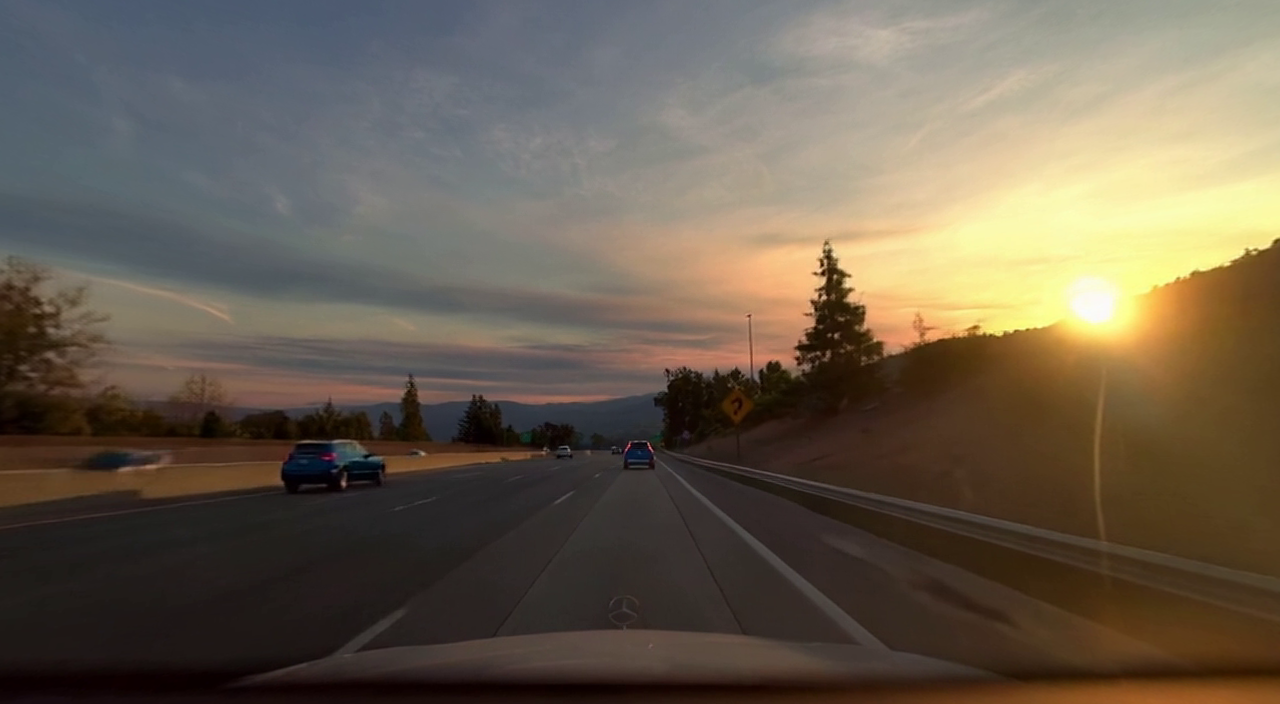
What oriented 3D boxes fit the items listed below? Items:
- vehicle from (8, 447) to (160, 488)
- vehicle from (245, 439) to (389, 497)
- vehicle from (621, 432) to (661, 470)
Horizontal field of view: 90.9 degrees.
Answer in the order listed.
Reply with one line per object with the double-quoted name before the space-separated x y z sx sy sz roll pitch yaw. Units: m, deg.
"vehicle" -23.463 4.866 26.942 2.049 1.557 4.828 0 -8 1
"vehicle" -10.242 3.687 20.547 2.037 1.661 4.885 0 -8 1
"vehicle" 0.057 6.026 38.597 2.318 2.145 4.561 0 -8 0
